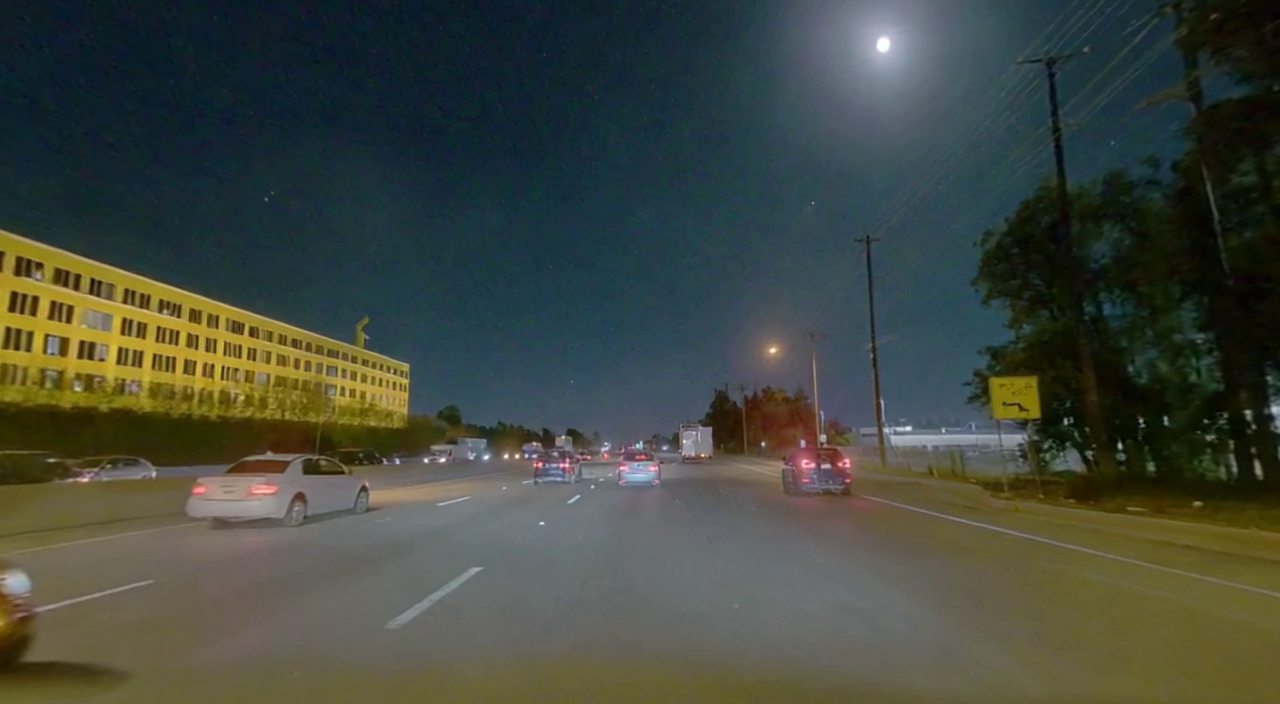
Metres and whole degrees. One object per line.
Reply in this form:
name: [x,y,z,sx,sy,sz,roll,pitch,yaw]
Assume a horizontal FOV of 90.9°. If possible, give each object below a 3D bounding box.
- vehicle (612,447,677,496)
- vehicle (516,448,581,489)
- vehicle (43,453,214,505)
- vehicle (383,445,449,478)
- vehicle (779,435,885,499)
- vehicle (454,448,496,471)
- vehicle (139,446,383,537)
vehicle: [0.132,4.167,22.399,2.107,1.538,3.999,0,-8,0]
vehicle: [-3.698,4.790,26.286,2.034,1.466,4.363,-1,-8,1]
vehicle: [-16.824,4.160,21.131,1.854,1.433,4.603,-1,-8,1]
vehicle: [-12.756,6.251,36.221,2.037,1.712,4.530,-1,-8,1]
vehicle: [6.060,3.674,20.609,2.106,1.817,4.845,-1,-8,3]
vehicle: [-12.548,8.186,48.227,1.991,1.537,4.464,0,-8,0]
vehicle: [-7.372,2.710,13.062,2.069,1.488,4.780,0,-8,0]
